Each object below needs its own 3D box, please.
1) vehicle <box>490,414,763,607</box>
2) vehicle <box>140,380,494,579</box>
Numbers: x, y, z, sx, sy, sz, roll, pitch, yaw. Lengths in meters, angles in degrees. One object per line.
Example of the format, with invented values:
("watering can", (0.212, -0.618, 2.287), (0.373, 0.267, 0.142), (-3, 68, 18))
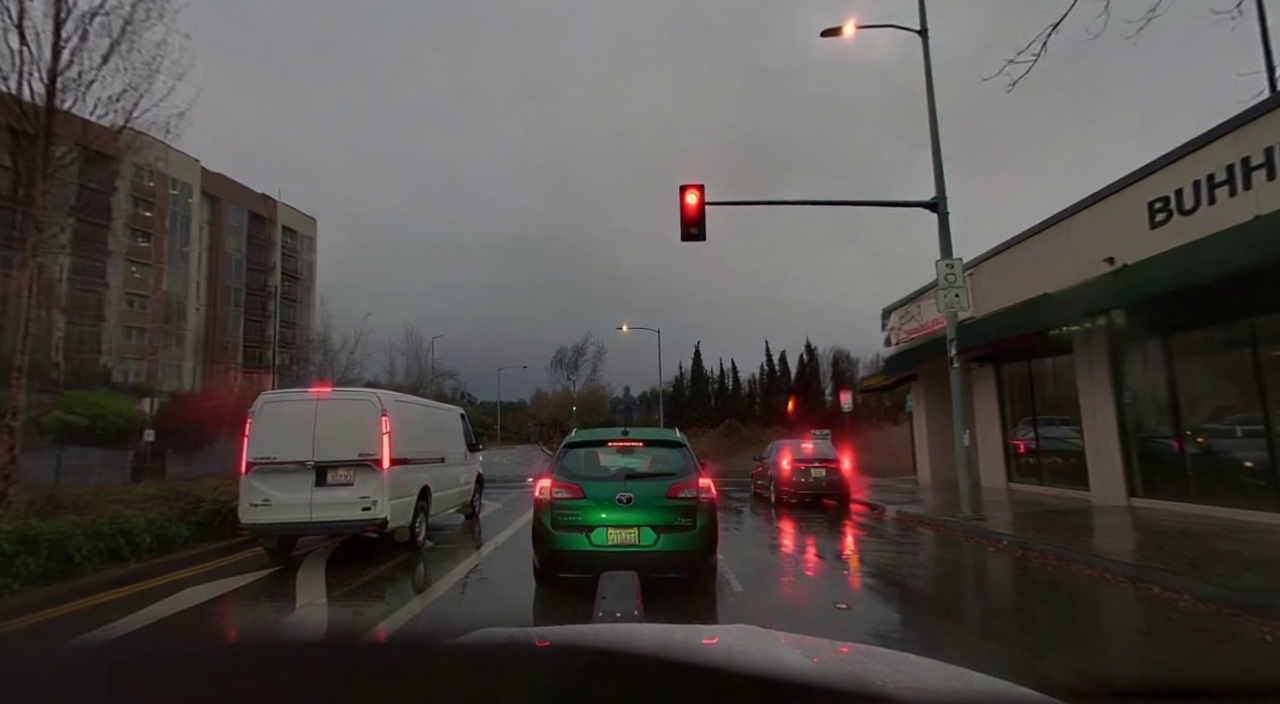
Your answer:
("vehicle", (-0.113, 1.466, 6.792), (2.064, 1.452, 3.942), (0, -8, 0))
("vehicle", (-3.577, 1.511, 8.415), (2.076, 1.820, 5.100), (0, -8, -1))
